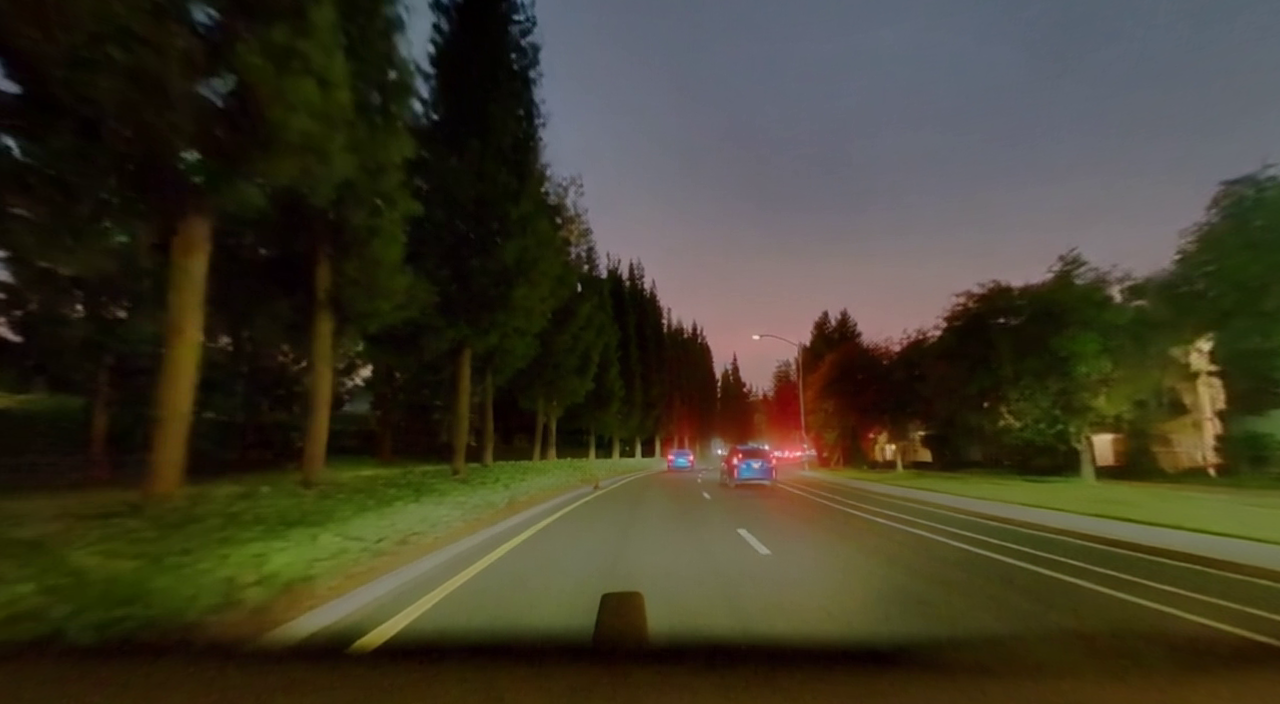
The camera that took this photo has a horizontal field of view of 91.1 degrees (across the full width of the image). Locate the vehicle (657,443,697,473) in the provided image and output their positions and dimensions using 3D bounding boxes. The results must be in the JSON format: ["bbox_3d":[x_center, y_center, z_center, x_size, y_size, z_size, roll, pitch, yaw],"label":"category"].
[{"bbox_3d":[2.447,6.799,40.516,2.251,1.822,4.391,-1,-8,8],"label":"vehicle"}]

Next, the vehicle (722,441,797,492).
[{"bbox_3d":[4.225,4.091,22.829,1.971,1.663,4.287,-1,-8,2],"label":"vehicle"}]
